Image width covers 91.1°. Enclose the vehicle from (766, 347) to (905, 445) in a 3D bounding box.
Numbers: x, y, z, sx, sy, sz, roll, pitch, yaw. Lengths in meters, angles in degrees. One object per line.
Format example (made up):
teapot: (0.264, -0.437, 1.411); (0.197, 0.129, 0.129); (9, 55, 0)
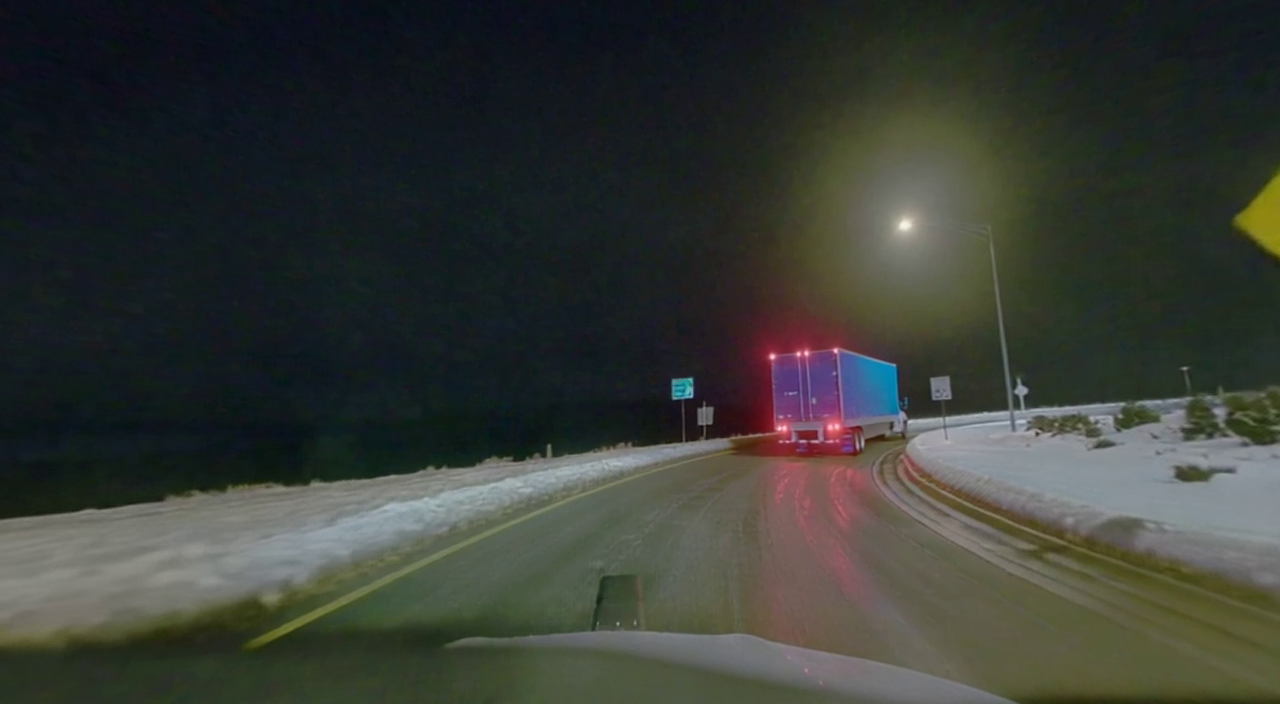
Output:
vehicle: (9.366, 2.362, 28.967); (2.837, 3.712, 10.484); (-6, -10, 35)
